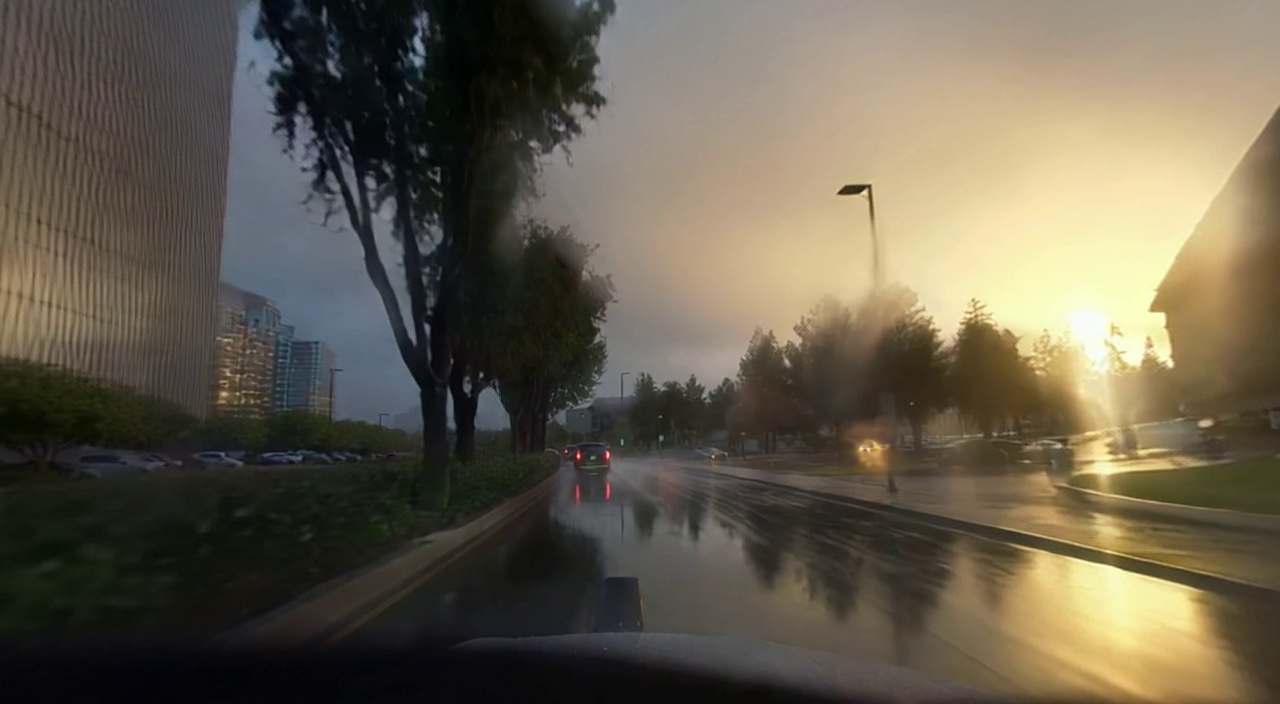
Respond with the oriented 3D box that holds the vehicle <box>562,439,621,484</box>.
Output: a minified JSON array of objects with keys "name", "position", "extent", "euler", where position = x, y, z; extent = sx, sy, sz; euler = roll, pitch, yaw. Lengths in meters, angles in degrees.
[{"name":"vehicle","position":[-1.979,4.465,25.934],"extent":[2.183,1.675,4.319],"euler":[1,-9,-4]}]
